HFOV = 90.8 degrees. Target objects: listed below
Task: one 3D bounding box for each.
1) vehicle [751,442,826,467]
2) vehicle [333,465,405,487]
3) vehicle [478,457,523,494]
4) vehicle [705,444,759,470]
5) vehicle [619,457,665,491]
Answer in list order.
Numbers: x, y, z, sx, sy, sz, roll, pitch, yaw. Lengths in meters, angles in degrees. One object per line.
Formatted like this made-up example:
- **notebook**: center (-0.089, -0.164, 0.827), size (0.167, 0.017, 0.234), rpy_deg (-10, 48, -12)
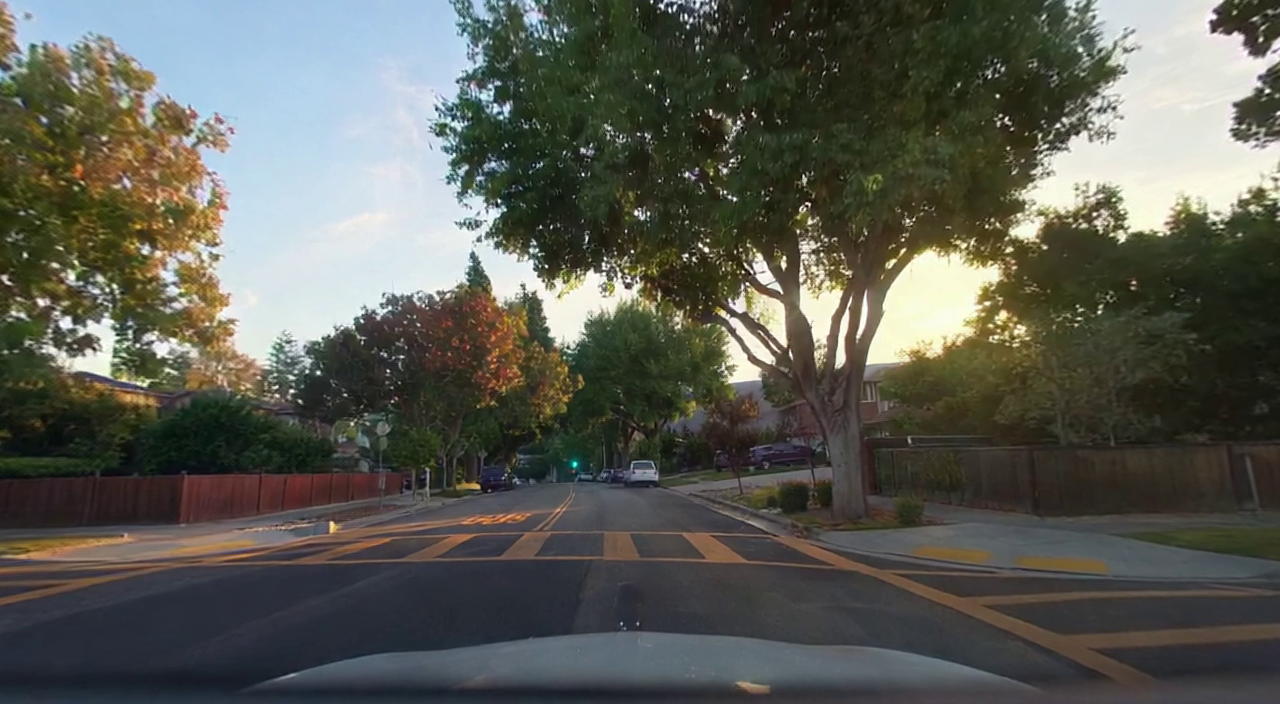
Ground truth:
- **vehicle**: center (10.000, 6.915, 42.727), size (4.639, 1.634, 2.005), rpy_deg (0, -8, 5)
- **vehicle**: center (-20.060, 9.175, 46.809), size (4.527, 1.466, 1.880), rpy_deg (-2, -9, 10)
- **vehicle**: center (-8.213, 7.263, 37.485), size (2.155, 1.729, 4.799), rpy_deg (0, -6, -7)
- **vehicle**: center (7.173, 8.050, 48.781), size (2.100, 1.857, 4.611), rpy_deg (-7, -11, 36)
- **vehicle**: center (0.055, 7.416, 38.736), size (2.229, 1.826, 4.611), rpy_deg (1, -9, -7)
